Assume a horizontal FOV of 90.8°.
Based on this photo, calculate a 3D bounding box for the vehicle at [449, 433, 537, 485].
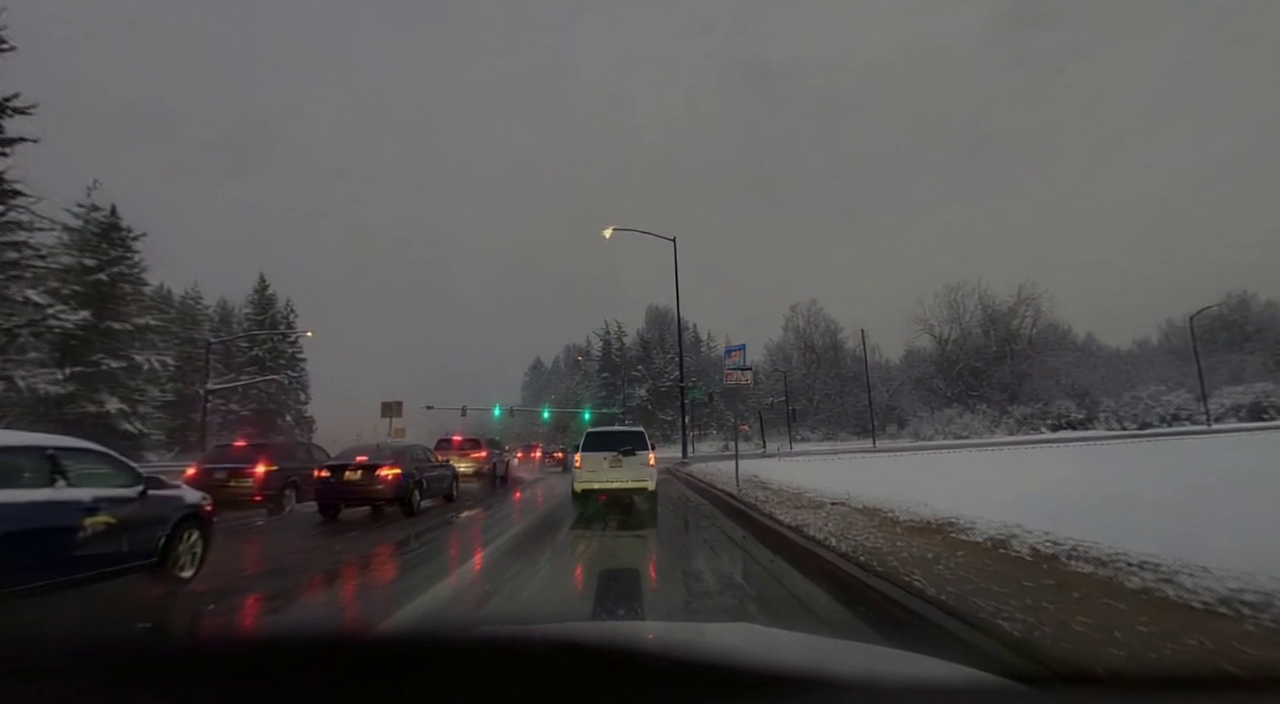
[{"bbox_3d":[-5.413,4.021,24.009,2.188,1.774,4.477,0,-9,1],"label":"vehicle"}]

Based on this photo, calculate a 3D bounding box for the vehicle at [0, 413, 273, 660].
[{"bbox_3d":[-5.277,1.368,5.150,2.069,1.616,4.108,0,-9,0],"label":"vehicle"}]

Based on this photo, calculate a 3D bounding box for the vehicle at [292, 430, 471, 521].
[{"bbox_3d":[-5.407,2.629,14.017,2.010,1.674,4.484,0,-9,1],"label":"vehicle"}]

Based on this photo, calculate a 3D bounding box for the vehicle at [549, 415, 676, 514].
[{"bbox_3d":[-0.573,2.435,14.085,2.368,1.829,4.293,0,-9,-2],"label":"vehicle"}]
